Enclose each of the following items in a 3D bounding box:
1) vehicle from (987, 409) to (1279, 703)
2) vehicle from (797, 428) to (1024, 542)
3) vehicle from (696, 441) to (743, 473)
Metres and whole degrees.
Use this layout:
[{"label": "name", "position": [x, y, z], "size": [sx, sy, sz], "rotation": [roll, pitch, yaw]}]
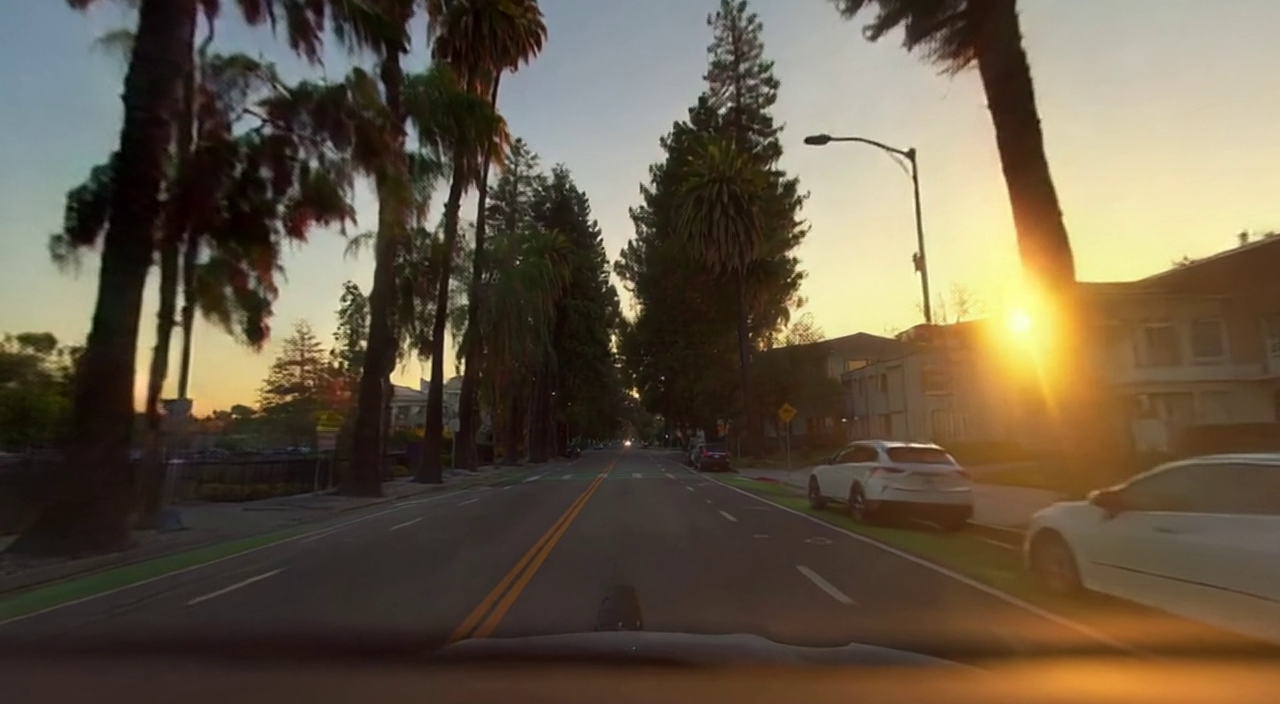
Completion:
[{"label": "vehicle", "position": [4.493, 1.290, 4.152], "size": [2.000, 1.732, 4.298], "rotation": [-1, -9, 1]}, {"label": "vehicle", "position": [4.748, 2.404, 12.124], "size": [2.144, 1.720, 4.794], "rotation": [0, -9, -1]}, {"label": "vehicle", "position": [4.368, 5.867, 35.386], "size": [1.997, 1.640, 4.494], "rotation": [0, -9, -1]}]
